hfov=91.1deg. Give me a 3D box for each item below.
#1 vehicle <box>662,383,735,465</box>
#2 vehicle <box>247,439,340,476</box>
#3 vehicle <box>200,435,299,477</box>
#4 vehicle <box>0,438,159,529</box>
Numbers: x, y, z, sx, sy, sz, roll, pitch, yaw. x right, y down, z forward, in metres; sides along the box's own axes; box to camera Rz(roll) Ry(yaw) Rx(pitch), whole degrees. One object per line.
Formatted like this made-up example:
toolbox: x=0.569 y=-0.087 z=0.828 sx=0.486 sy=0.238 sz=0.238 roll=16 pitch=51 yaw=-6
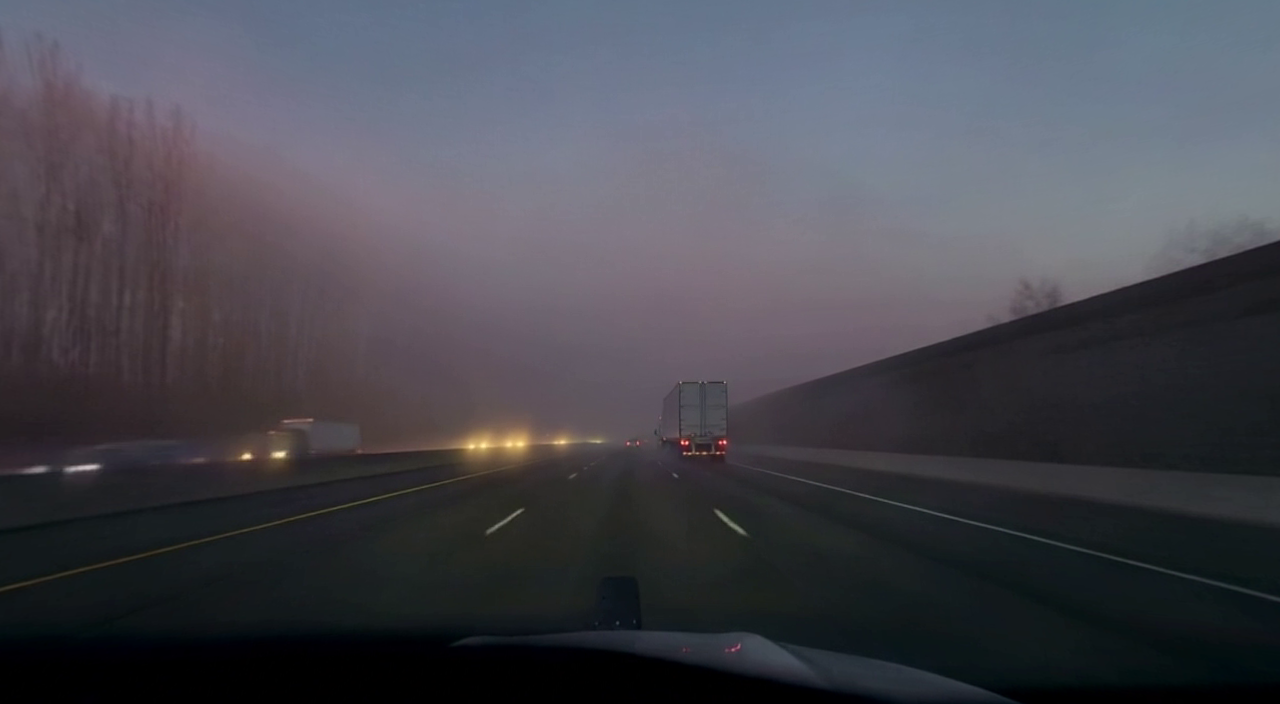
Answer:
vehicle: x=3.277 y=4.678 z=39.845 sx=2.979 sy=4.161 sz=15.508 roll=1 pitch=-7 yaw=-1
vehicle: x=-16.249 y=4.945 z=29.771 sx=1.972 sy=1.595 sz=4.326 roll=0 pitch=-8 yaw=0
vehicle: x=-19.707 y=5.226 z=32.017 sx=2.019 sy=1.935 sz=4.778 roll=0 pitch=-8 yaw=-1
vehicle: x=-11.750 y=2.420 z=12.037 sx=1.864 sy=1.515 sz=4.052 roll=0 pitch=-8 yaw=-1
